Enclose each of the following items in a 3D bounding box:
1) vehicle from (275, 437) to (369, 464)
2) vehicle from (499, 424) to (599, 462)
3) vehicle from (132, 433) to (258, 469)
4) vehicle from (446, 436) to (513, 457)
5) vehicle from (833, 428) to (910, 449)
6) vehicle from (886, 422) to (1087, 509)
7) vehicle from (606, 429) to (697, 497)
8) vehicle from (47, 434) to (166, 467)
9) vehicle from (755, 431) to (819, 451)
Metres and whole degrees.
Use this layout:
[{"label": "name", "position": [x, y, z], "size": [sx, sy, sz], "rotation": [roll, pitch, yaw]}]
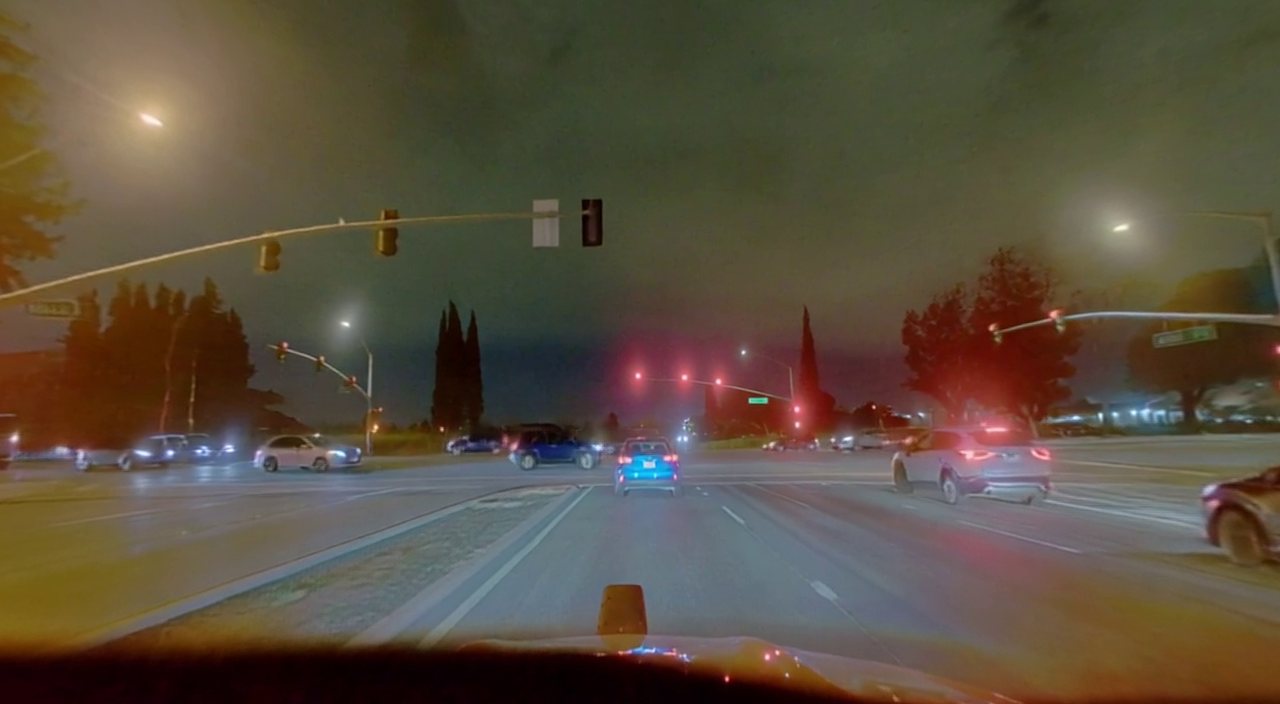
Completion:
[{"label": "vehicle", "position": [-18.023, 5.588, 35.868], "size": [4.399, 1.445, 1.769], "rotation": [-1, -8, 2]}, {"label": "vehicle", "position": [-4.549, 4.660, 32.252], "size": [4.786, 1.803, 1.967], "rotation": [-1, -8, 1]}, {"label": "vehicle", "position": [-22.721, 5.066, 32.333], "size": [4.921, 1.757, 2.036], "rotation": [-1, -8, 2]}, {"label": "vehicle", "position": [-12.081, 7.136, 47.707], "size": [4.564, 1.475, 1.767], "rotation": [0, -8, 1]}, {"label": "vehicle", "position": [16.150, 6.074, 44.226], "size": [4.667, 1.450, 1.818], "rotation": [0, -8, 1]}, {"label": "vehicle", "position": [7.228, 2.404, 13.798], "size": [1.901, 1.577, 4.348], "rotation": [0, -8, 0]}, {"label": "vehicle", "position": [0.220, 2.778, 16.106], "size": [2.041, 1.485, 3.813], "rotation": [0, -8, -1]}, {"label": "vehicle", "position": [-30.124, 5.578, 35.703], "size": [4.833, 1.784, 2.027], "rotation": [0, -8, 0]}, {"label": "vehicle", "position": [11.265, 6.851, 48.548], "size": [4.507, 1.440, 1.736], "rotation": [0, -8, -1]}]
